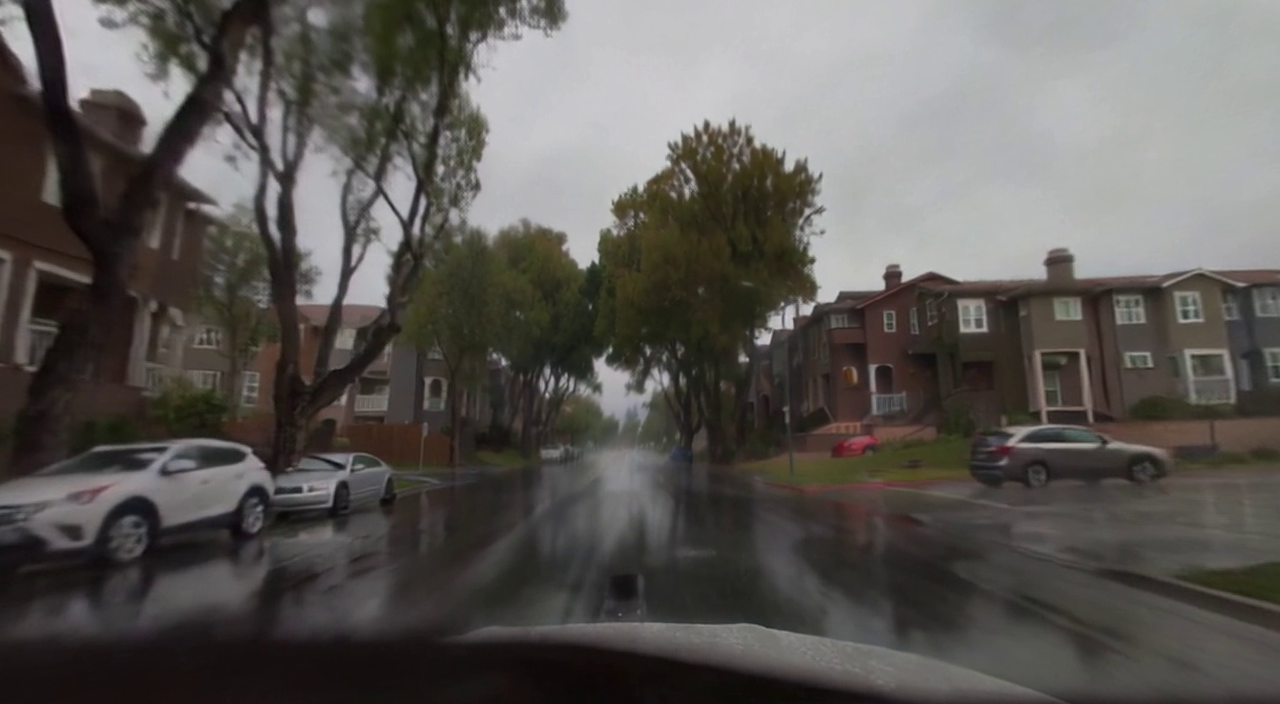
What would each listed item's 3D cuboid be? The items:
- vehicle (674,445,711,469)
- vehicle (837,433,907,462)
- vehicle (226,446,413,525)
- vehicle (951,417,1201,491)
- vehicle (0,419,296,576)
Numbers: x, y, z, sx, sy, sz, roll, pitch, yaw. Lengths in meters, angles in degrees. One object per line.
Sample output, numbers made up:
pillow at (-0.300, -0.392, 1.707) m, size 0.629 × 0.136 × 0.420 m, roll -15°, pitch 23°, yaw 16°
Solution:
vehicle at (3.417, 6.915, 41.735) m, size 1.956 × 1.468 × 4.698 m, roll 0°, pitch -9°, yaw -2°
vehicle at (13.151, 5.488, 36.074) m, size 2.068 × 1.522 × 4.810 m, roll 0°, pitch -9°, yaw -2°
vehicle at (-7.208, 3.016, 14.863) m, size 1.912 × 1.466 × 4.754 m, roll -2°, pitch -9°, yaw 1°
vehicle at (10.850, 2.575, 16.013) m, size 4.726 × 1.731 × 2.075 m, roll 0°, pitch -9°, yaw 3°
vehicle at (-7.446, 2.066, 9.455) m, size 2.136 × 1.758 × 4.297 m, roll -2°, pitch -10°, yaw -1°
